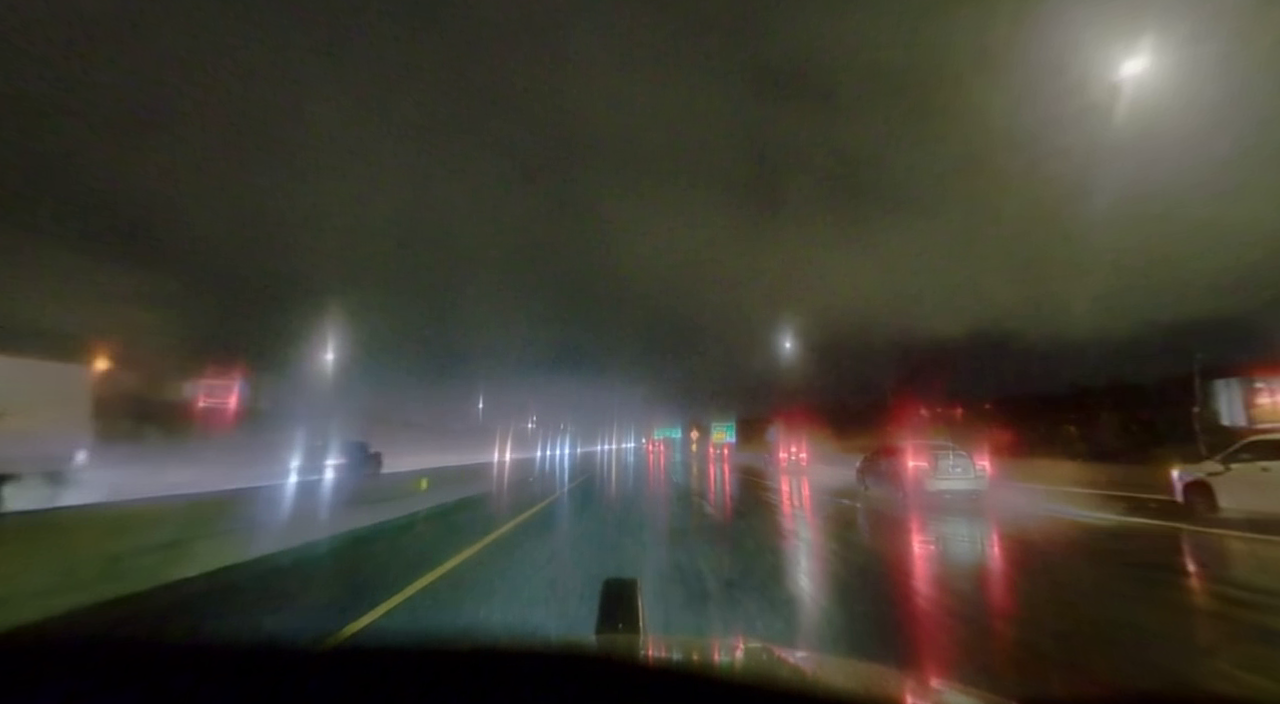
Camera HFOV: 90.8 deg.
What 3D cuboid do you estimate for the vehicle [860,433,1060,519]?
[{"bbox_3d":[6.691,2.629,13.961,1.901,1.548,4.684,0,-9,-1],"label":"vehicle"}]

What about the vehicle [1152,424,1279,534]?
[{"bbox_3d":[10.879,1.950,9.870,2.068,1.680,4.361,-1,-8,1],"label":"vehicle"}]

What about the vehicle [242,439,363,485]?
[{"bbox_3d":[-13.572,4.443,25.874,2.009,1.650,5.269,0,-9,0],"label":"vehicle"}]
